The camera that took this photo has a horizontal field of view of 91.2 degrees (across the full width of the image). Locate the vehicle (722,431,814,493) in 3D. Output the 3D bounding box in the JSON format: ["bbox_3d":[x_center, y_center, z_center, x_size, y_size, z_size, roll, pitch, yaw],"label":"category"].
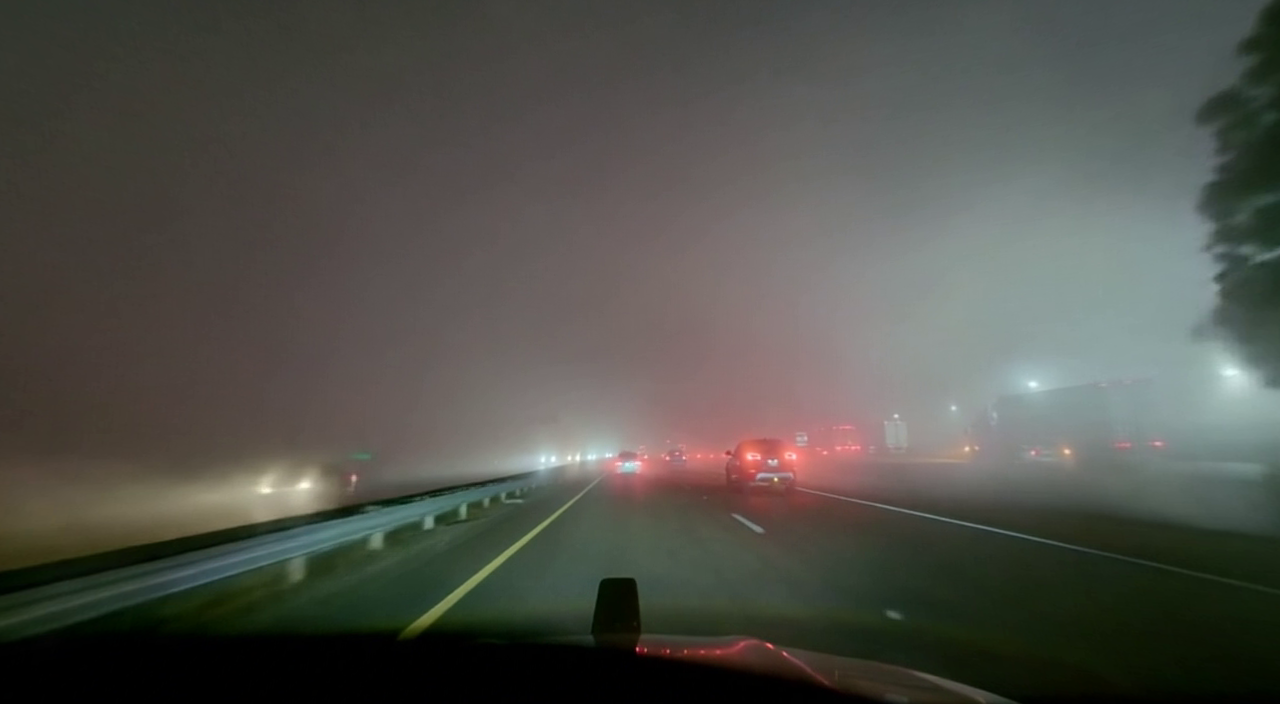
[{"bbox_3d":[4.452,3.947,22.741,2.261,1.952,4.784,0,-9,-1],"label":"vehicle"}]

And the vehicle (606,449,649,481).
[{"bbox_3d":[-0.600,5.689,31.744,2.029,1.483,3.769,0,-9,0],"label":"vehicle"}]

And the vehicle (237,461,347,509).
[{"bbox_3d":[-12.891,4.904,23.529,1.844,1.542,4.013,0,-9,0],"label":"vehicle"}]

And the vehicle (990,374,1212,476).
[{"bbox_3d":[22.407,4.019,32.191,2.890,4.108,13.635,-2,-9,8],"label":"vehicle"}]
